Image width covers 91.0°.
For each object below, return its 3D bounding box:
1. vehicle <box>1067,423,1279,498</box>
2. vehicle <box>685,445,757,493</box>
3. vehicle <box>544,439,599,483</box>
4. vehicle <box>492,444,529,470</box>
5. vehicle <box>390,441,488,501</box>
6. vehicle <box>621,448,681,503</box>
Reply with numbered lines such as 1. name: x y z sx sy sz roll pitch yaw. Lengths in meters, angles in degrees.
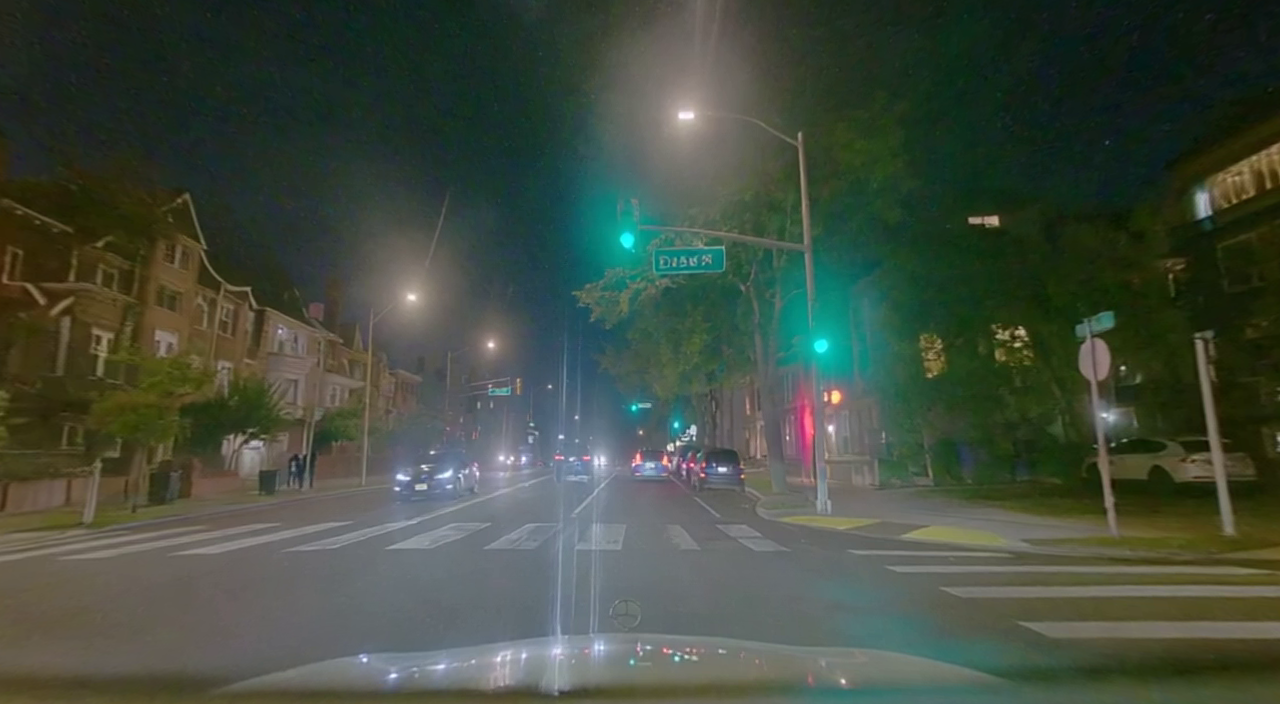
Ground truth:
1. vehicle: 13.907 2.770 16.461 1.871 1.651 5.002 0 -8 -1
2. vehicle: 2.814 4.173 22.871 1.905 1.589 4.028 1 -8 -3
3. vehicle: -3.004 4.875 28.482 1.983 1.841 4.013 0 -8 1
4. vehicle: -9.414 7.660 46.070 1.850 1.720 4.237 -2 -8 0
5. vehicle: -6.230 3.702 20.032 1.976 1.689 4.071 1 -8 -3
6. vehicle: 0.251 3.534 18.303 1.485 1.385 3.283 2 -9 -3
